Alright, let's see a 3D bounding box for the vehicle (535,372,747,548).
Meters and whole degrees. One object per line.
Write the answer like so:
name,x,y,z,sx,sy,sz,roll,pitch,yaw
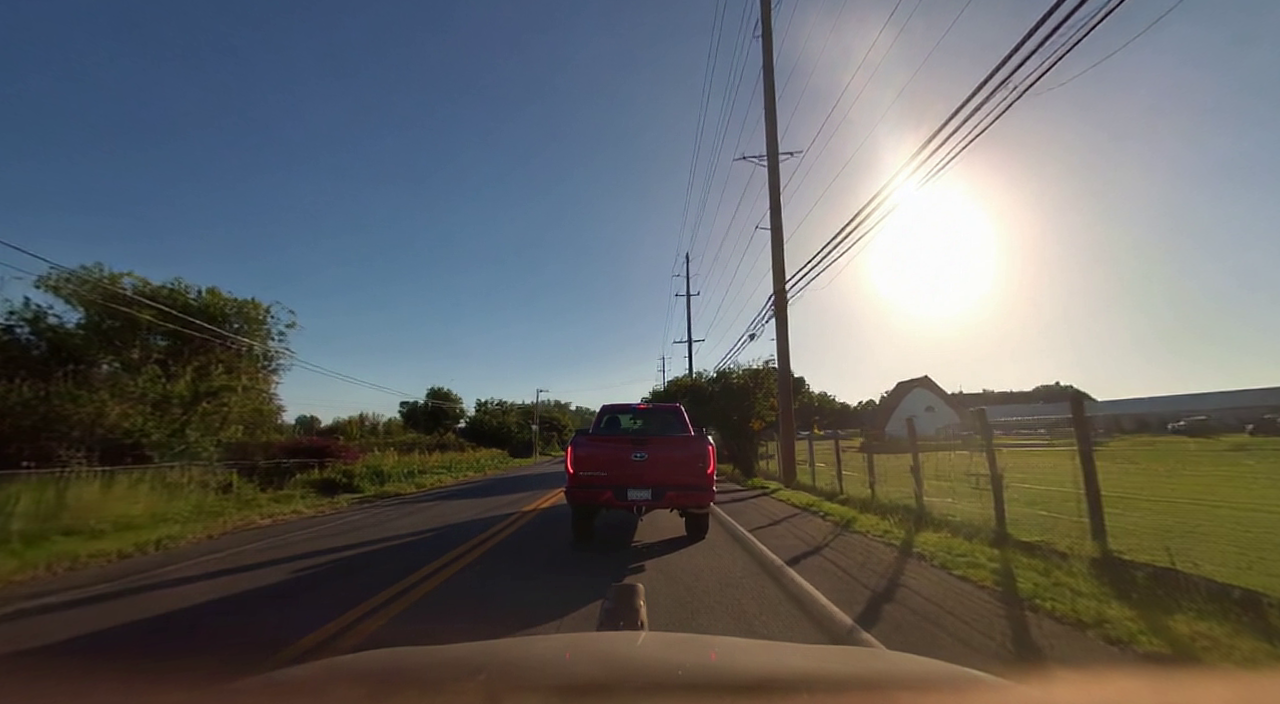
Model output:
vehicle,-0.064,1.798,11.063,2.693,2.223,5.885,0,-8,-2
